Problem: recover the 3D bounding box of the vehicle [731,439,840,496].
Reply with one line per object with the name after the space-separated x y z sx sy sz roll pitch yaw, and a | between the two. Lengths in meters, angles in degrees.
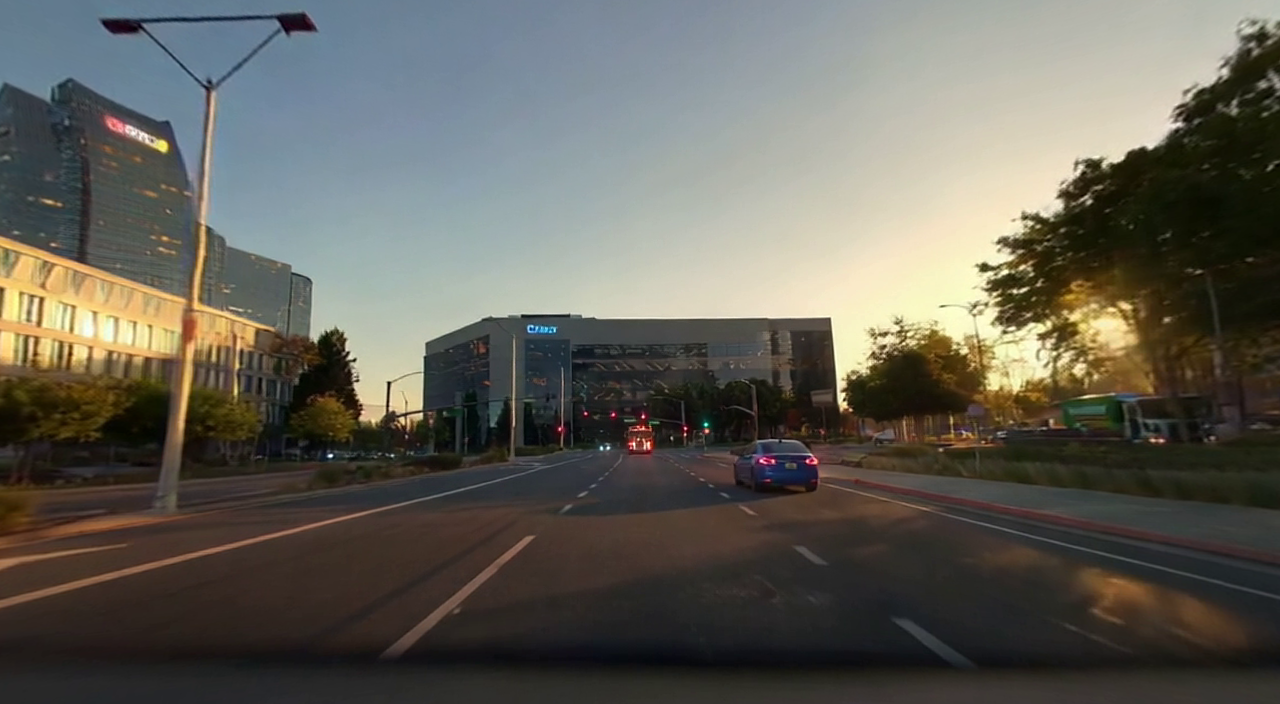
4.055 3.299 18.462 2.005 1.442 4.675 0 -8 -1 | vehicle
